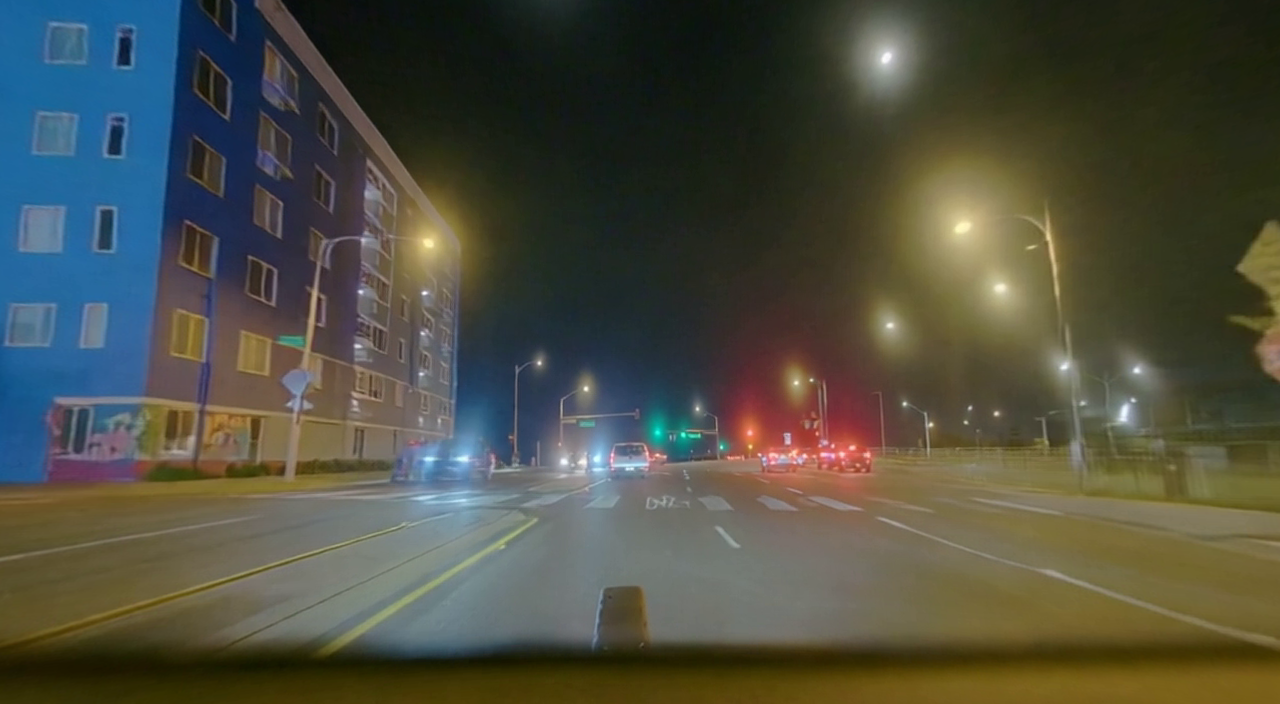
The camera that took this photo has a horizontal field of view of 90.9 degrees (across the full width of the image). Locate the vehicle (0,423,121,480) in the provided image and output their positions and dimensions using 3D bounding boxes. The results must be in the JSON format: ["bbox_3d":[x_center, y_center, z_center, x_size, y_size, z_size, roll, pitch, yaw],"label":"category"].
[{"bbox_3d":[-39.185,6.471,41.211,7.491,3.562,2.925,1,-8,-5],"label":"vehicle"}]

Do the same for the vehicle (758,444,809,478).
[{"bbox_3d":[7.879,5.991,34.992,1.952,1.749,4.311,0,-9,2],"label":"vehicle"}]

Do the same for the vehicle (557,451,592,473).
[{"bbox_3d":[-4.847,8.224,47.282,1.973,1.502,4.275,0,-9,3],"label":"vehicle"}]

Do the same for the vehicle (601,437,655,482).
[{"bbox_3d":[-0.525,4.695,27.817,2.160,1.786,4.702,0,-9,-1],"label":"vehicle"}]

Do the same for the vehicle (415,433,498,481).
[{"bbox_3d":[-8.683,5.016,30.339,2.393,2.059,4.739,0,-9,2],"label":"vehicle"}]
